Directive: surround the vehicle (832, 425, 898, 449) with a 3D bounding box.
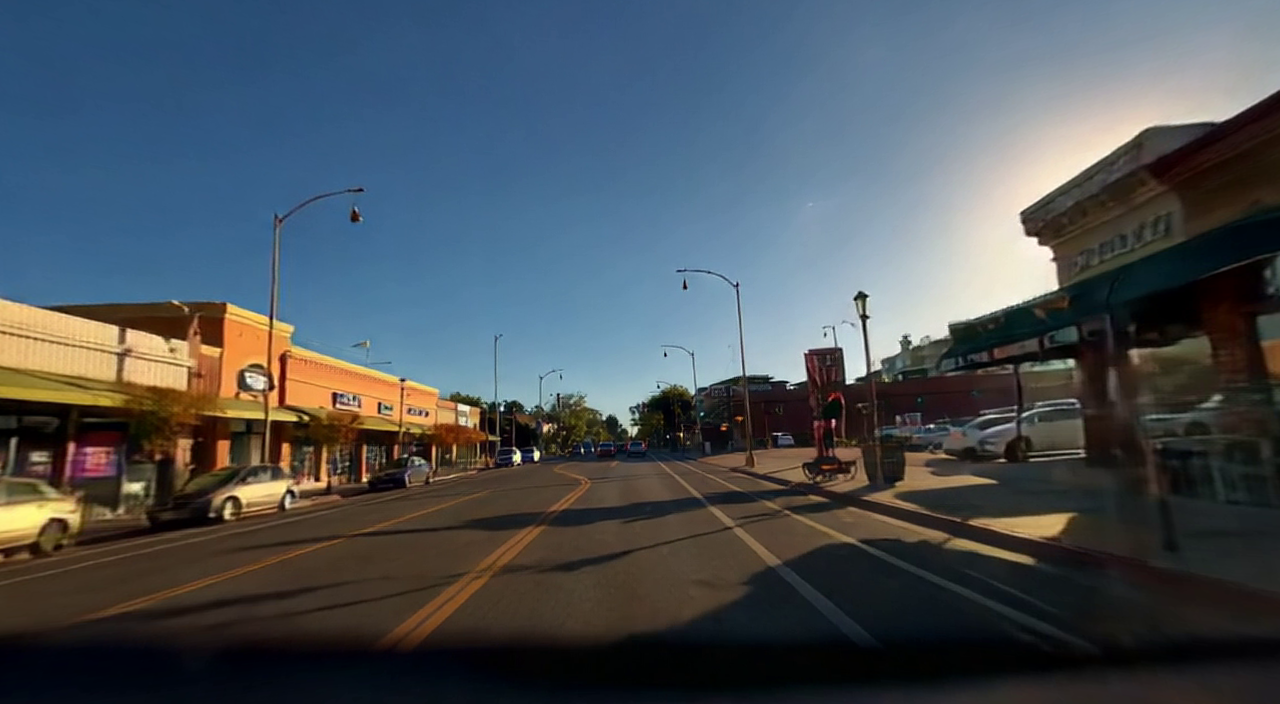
[{"bbox_3d":[17.071,6.506,48.087,4.135,1.753,2.122,-1,-9,1],"label":"vehicle"}]

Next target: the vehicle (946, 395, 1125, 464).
[{"bbox_3d":[12.786,2.629,20.996,2.532,1.997,5.001,0,-8,-2],"label":"vehicle"}]

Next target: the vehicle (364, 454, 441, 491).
[{"bbox_3d":[-10.978,5.577,29.531,1.828,1.470,4.523,0,-8,0],"label":"vehicle"}]

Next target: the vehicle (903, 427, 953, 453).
[{"bbox_3d":[17.166,5.279,37.860,1.773,1.446,4.421,-3,-8,13],"label":"vehicle"}]

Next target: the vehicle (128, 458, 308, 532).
[{"bbox_3d":[-10.863,3.663,16.717,1.837,1.586,4.155,0,-8,0],"label":"vehicle"}]

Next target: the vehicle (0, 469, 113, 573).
[{"bbox_3d":[-10.775,2.626,9.590,1.784,1.502,4.344,0,-8,0],"label":"vehicle"}]
